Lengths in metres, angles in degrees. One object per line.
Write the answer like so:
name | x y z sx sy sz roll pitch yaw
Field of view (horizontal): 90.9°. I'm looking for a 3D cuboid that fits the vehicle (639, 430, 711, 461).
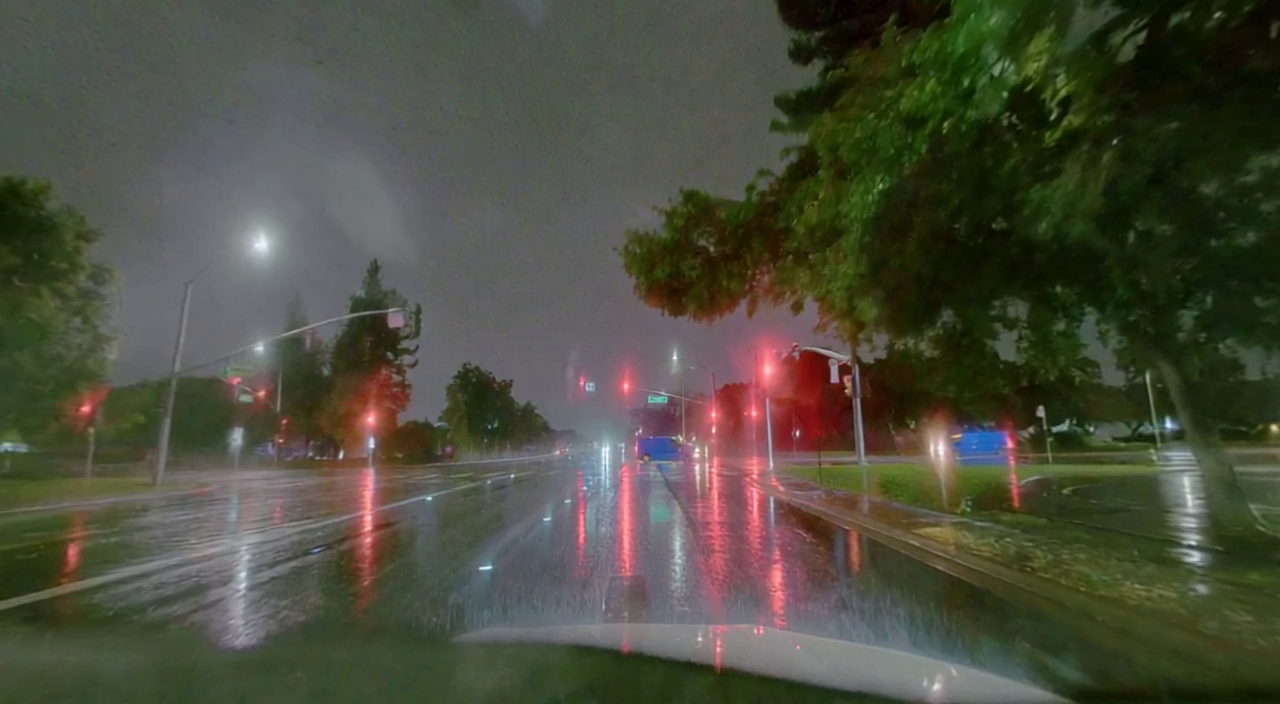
vehicle | 2.274 6.254 42.100 4.536 1.965 1.780 -6 -10 36
